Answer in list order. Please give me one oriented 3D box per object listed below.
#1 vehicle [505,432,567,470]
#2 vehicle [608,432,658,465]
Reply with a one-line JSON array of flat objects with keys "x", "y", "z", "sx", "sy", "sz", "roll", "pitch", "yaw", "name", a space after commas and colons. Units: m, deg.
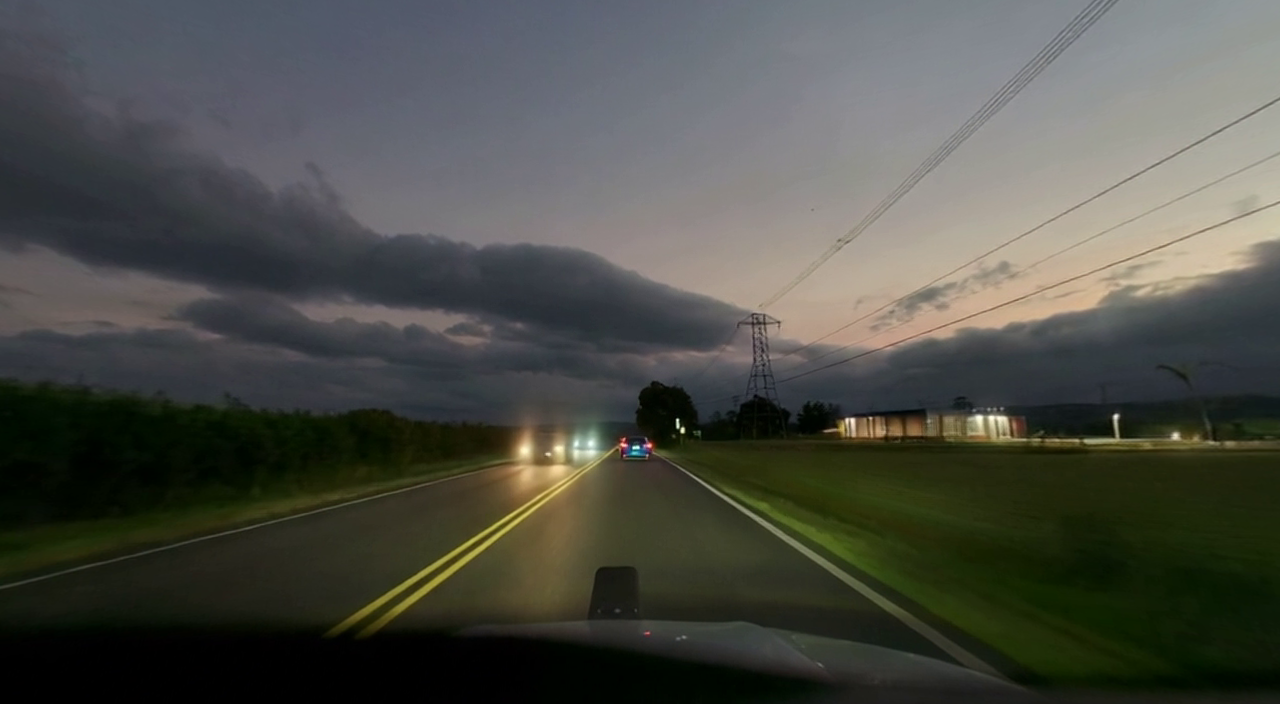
[{"x": -4.346, "y": 4.197, "z": 26.997, "sx": 2.034, "sy": 1.484, "sz": 4.183, "roll": 0, "pitch": -8, "yaw": -1, "name": "vehicle"}, {"x": -0.359, "y": 4.603, "z": 30.230, "sx": 2.241, "sy": 1.471, "sz": 3.829, "roll": 1, "pitch": -8, "yaw": -1, "name": "vehicle"}]
